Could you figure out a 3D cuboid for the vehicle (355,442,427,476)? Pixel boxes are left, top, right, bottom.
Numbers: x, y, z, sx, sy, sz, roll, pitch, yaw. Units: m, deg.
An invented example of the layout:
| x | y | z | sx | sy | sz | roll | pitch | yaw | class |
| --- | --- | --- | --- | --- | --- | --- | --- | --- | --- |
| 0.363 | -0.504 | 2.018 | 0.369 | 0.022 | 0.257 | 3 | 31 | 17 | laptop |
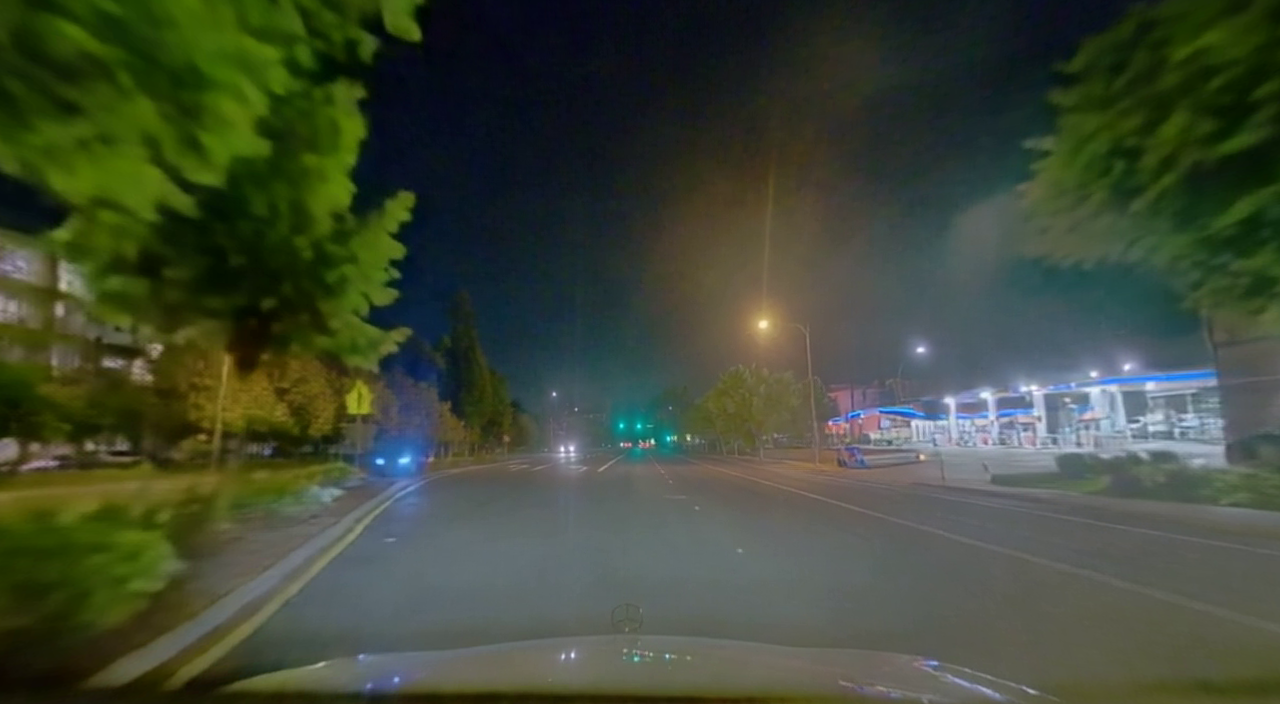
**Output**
| x | y | z | sx | sy | sz | roll | pitch | yaw | class |
| --- | --- | --- | --- | --- | --- | --- | --- | --- | --- |
| -11.902 | 5.126 | 30.506 | 1.725 | 1.507 | 4.251 | 0 | -8 | 1 | vehicle |
